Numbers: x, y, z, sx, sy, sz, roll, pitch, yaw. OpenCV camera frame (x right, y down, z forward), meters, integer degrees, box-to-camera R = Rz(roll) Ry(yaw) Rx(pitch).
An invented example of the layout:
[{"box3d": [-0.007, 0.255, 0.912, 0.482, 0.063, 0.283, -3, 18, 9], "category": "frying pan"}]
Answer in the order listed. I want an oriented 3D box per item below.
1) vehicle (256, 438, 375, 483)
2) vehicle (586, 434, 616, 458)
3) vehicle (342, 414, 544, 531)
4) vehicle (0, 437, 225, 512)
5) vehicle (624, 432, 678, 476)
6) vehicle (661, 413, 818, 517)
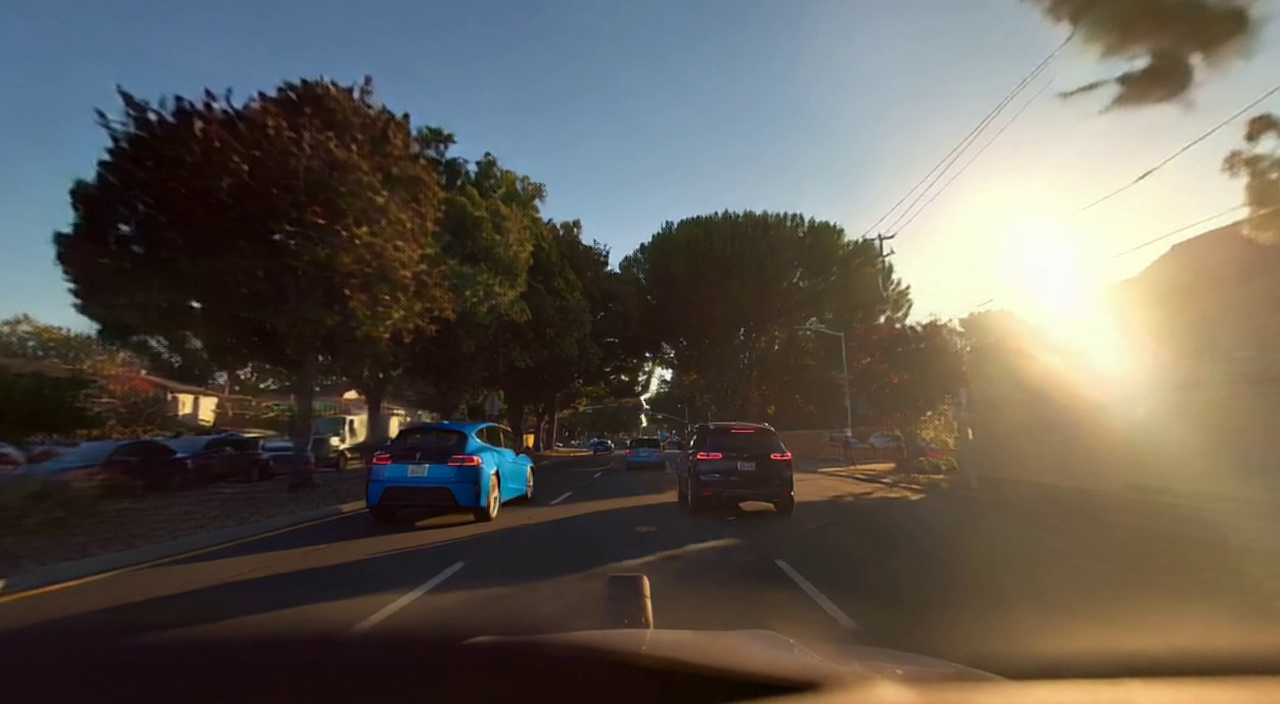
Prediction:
[{"box3d": [-11.942, 4.015, 23.617, 1.923, 1.490, 4.501, 0, -8, 2], "category": "vehicle"}, {"box3d": [-2.979, 7.351, 49.233, 2.014, 1.755, 4.360, 0, -8, 1], "category": "vehicle"}, {"box3d": [-3.233, 2.101, 11.569, 2.043, 1.687, 4.676, 0, -8, 2], "category": "vehicle"}, {"box3d": [-12.394, 2.786, 14.916, 1.833, 1.469, 4.650, 0, -8, 2], "category": "vehicle"}, {"box3d": [0.401, 3.908, 24.312, 1.922, 1.579, 3.642, 0, -8, 0], "category": "vehicle"}, {"box3d": [1.770, 2.245, 12.943, 2.280, 1.747, 4.361, 1, -8, -3], "category": "vehicle"}]
